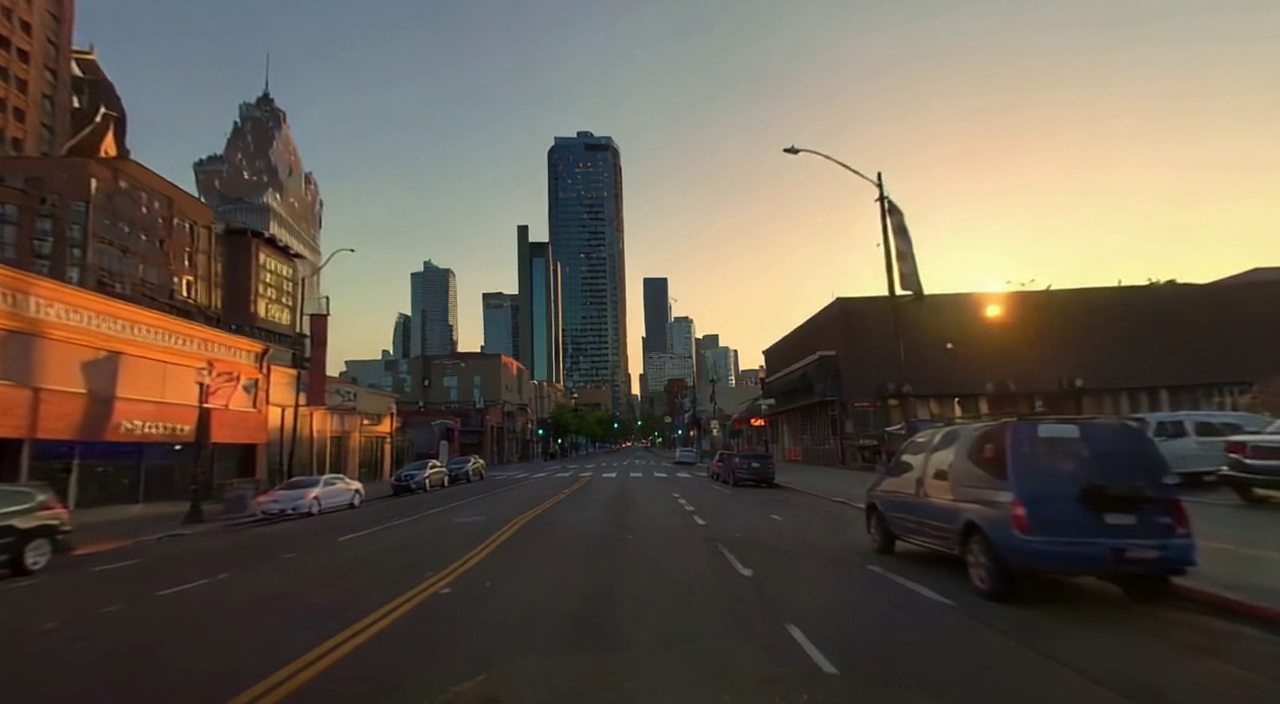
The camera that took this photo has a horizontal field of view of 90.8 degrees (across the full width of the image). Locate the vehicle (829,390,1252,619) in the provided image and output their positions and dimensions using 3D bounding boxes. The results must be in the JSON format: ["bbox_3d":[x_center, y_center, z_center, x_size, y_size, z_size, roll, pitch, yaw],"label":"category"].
[{"bbox_3d":[4.161,1.652,7.879,1.996,1.932,4.821,0,-8,-1],"label":"vehicle"}]

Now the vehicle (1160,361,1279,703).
[{"bbox_3d":[3.843,0.638,0.824,2.118,1.779,5.121,-1,-8,3],"label":"vehicle"}]

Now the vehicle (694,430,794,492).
[{"bbox_3d":[3.559,3.896,23.031,2.492,1.909,5.830,0,-8,-1],"label":"vehicle"}]

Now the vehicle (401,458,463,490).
[{"bbox_3d":[-10.827,6.359,33.225,1.748,1.478,4.413,0,-8,0],"label":"vehicle"}]

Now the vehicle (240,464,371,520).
[{"bbox_3d":[-10.868,4.536,20.984,1.861,1.473,4.633,0,-8,-1],"label":"vehicle"}]

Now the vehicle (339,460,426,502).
[{"bbox_3d":[-10.850,5.437,26.982,1.803,1.489,4.404,0,-8,1],"label":"vehicle"}]
